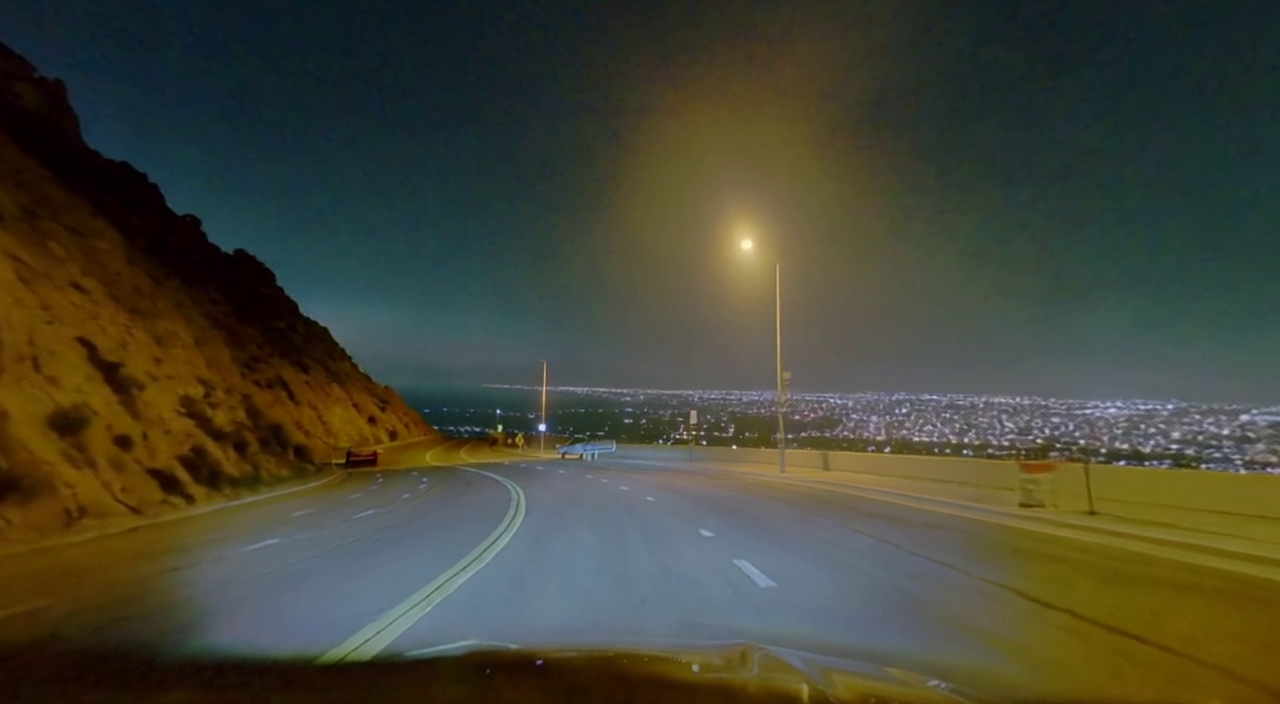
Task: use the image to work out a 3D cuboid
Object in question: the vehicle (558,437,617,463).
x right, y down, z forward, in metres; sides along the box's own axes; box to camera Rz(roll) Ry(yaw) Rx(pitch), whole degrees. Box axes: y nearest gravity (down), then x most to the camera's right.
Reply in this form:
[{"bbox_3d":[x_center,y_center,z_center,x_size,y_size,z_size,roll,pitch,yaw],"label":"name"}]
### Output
[{"bbox_3d":[-3.458,6.644,42.838,2.064,1.667,4.453,-4,-10,24],"label":"vehicle"}]
